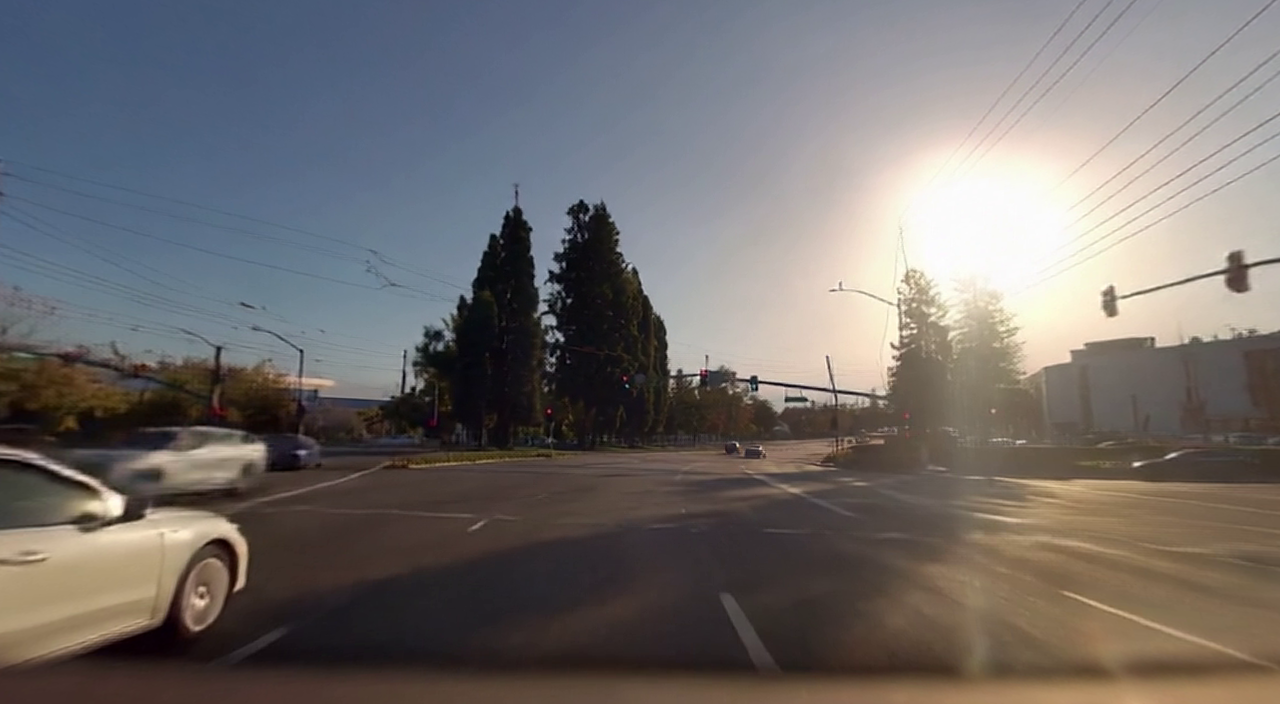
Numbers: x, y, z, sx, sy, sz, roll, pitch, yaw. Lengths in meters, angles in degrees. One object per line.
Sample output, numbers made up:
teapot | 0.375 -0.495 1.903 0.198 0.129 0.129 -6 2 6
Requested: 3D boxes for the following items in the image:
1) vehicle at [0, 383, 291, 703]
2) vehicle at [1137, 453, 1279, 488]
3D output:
vehicle | -3.268 0.811 1.988 1.934 1.463 4.220 0 -8 0
vehicle | 25.248 5.207 27.952 4.636 1.433 1.930 -2 -9 9
